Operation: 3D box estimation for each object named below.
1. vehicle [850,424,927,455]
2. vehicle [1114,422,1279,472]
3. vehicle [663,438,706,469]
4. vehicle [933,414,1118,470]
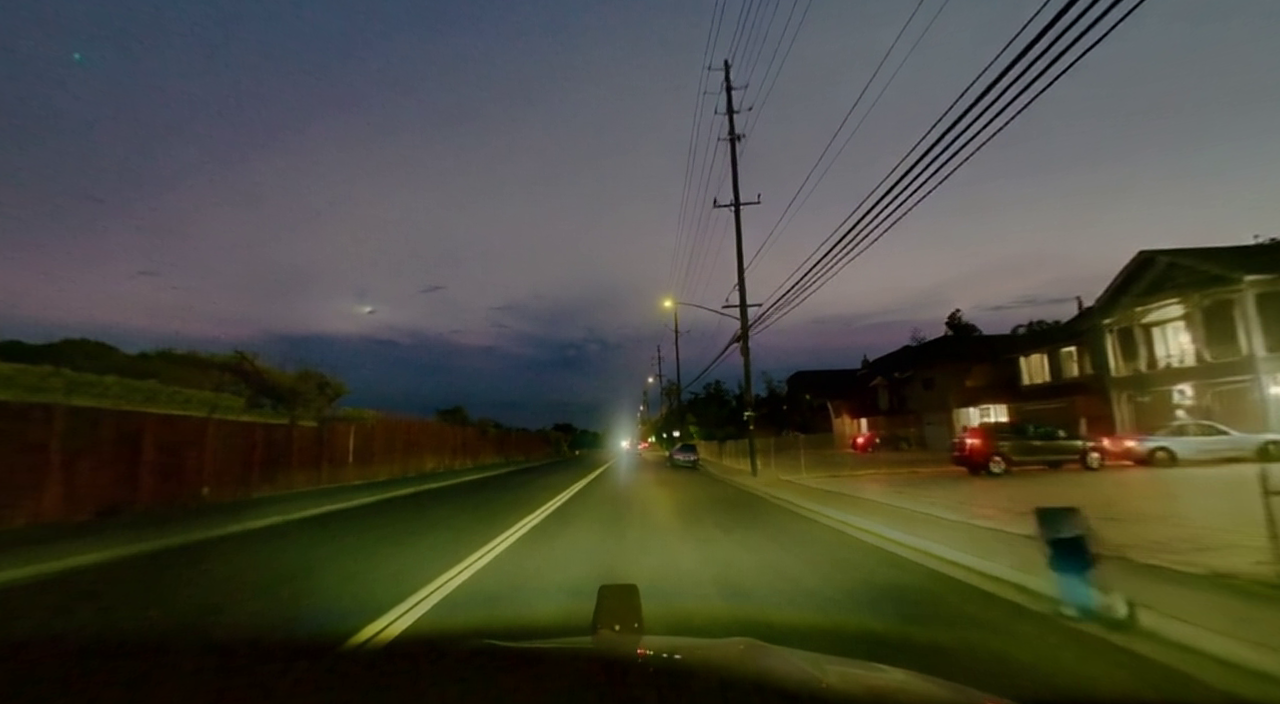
[{"bbox_3d":[17.725,6.249,45.245,4.457,1.780,2.170,-5,-8,-1],"label":"vehicle"},{"bbox_3d":[18.816,3.141,20.872,4.558,1.554,1.990,0,-9,4],"label":"vehicle"},{"bbox_3d":[2.569,6.005,37.510,2.108,1.710,4.499,0,-8,-1],"label":"vehicle"},{"bbox_3d":[12.630,2.992,20.987,4.701,1.745,2.083,-1,-9,2],"label":"vehicle"}]
